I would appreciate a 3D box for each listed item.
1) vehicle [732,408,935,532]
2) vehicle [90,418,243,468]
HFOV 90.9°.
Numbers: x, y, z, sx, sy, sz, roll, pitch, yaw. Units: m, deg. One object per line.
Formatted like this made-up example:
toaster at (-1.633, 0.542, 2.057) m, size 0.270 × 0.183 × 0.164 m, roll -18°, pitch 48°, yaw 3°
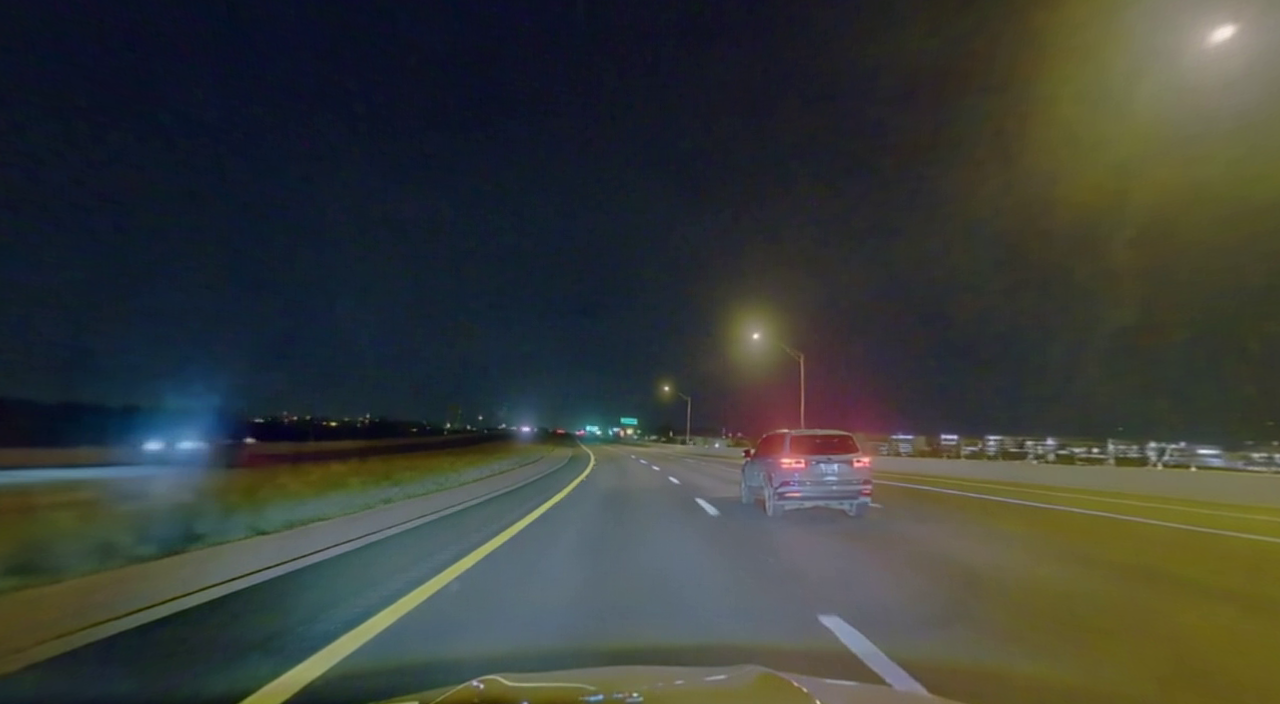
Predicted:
vehicle at (3.023, 1.961, 10.988) m, size 2.059 × 1.715 × 4.192 m, roll 0°, pitch -8°, yaw -2°
vehicle at (-19.367, 3.786, 26.257) m, size 2.204 × 1.834 × 5.549 m, roll 0°, pitch -8°, yaw -2°
